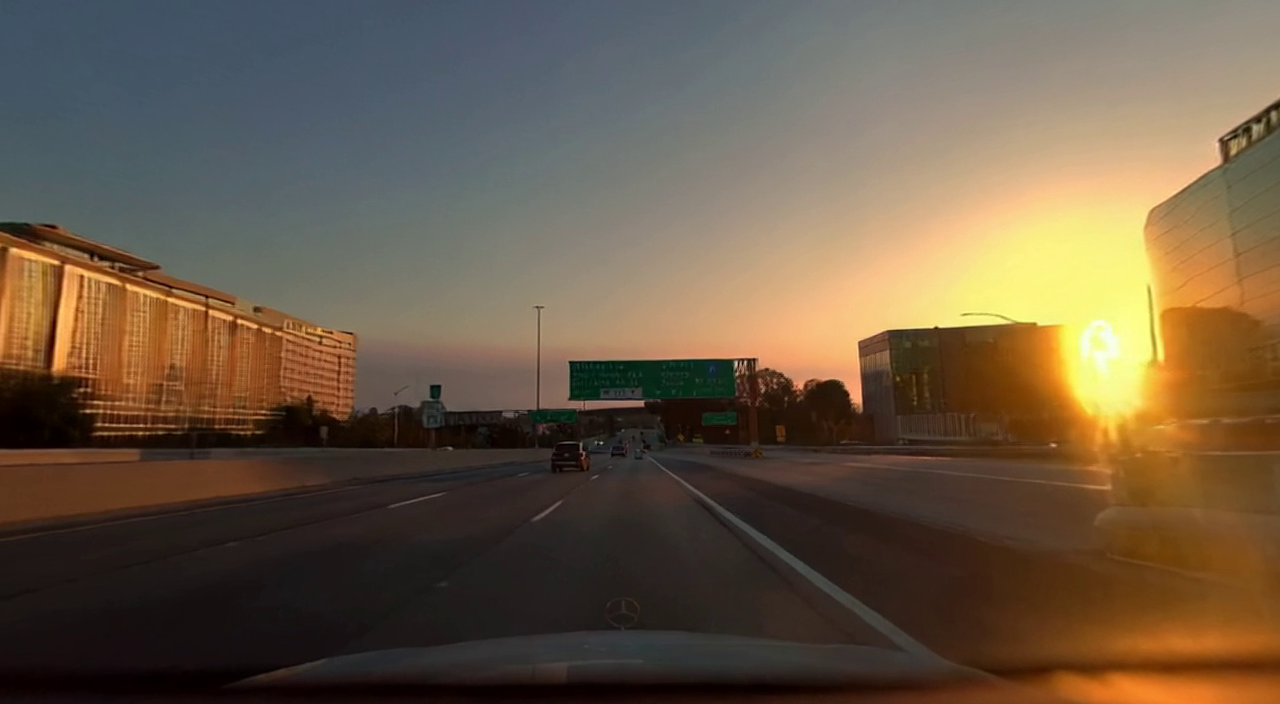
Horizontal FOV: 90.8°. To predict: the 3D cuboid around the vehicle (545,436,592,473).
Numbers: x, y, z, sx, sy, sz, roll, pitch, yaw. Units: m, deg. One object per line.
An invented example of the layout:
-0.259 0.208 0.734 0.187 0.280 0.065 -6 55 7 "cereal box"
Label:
-3.698 5.406 33.436 2.047 1.786 4.217 0 -9 0 "vehicle"
